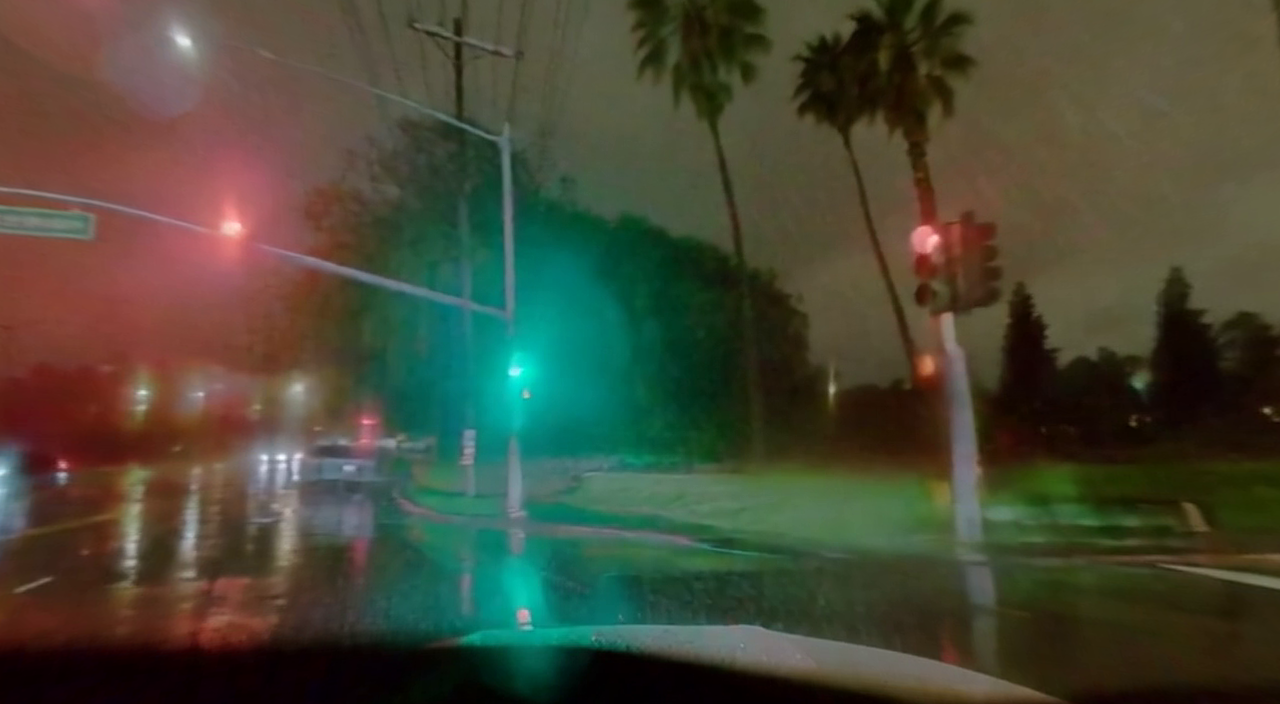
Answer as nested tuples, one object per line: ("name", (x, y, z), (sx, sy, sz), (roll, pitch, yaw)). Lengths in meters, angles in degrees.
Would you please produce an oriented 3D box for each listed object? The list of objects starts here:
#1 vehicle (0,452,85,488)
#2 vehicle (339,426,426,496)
("vehicle", (-30.685, 5.926, 32.059), (2.118, 1.619, 4.161), (2, -9, -16))
("vehicle", (-7.872, 3.342, 19.757), (2.006, 1.867, 4.651), (2, -9, -16))
